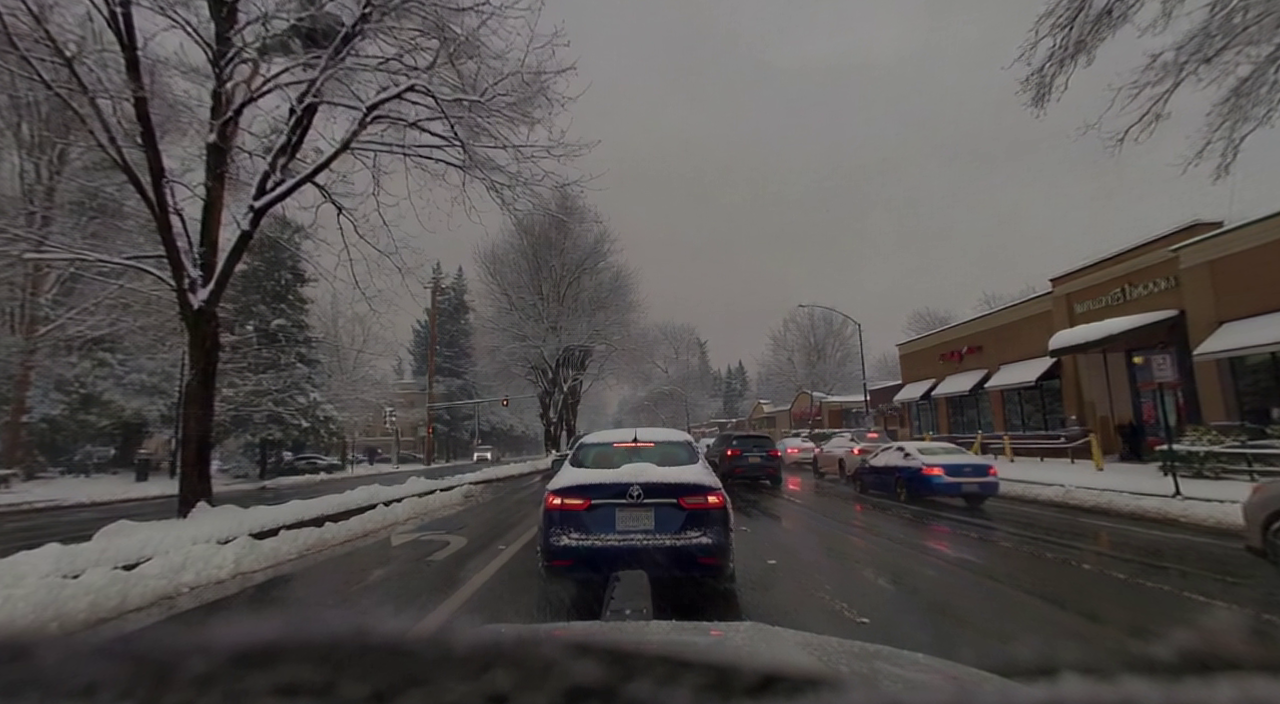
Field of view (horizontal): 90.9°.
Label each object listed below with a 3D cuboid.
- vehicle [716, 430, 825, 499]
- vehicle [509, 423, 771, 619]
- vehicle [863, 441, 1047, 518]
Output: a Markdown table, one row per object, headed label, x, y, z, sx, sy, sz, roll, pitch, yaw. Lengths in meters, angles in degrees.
| label | x | y | z | sx | sy | sz | roll | pitch | yaw |
| --- | --- | --- | --- | --- | --- | --- | --- | --- | --- |
| vehicle | 3.607 | 3.200 | 18.424 | 2.114 | 1.736 | 4.553 | 0 | -8 | -1 |
| vehicle | -0.024 | 1.600 | 7.014 | 1.977 | 1.465 | 4.376 | 0 | -8 | -1 |
| vehicle | 6.875 | 2.786 | 14.432 | 1.911 | 1.468 | 4.417 | 0 | -8 | 0 |
